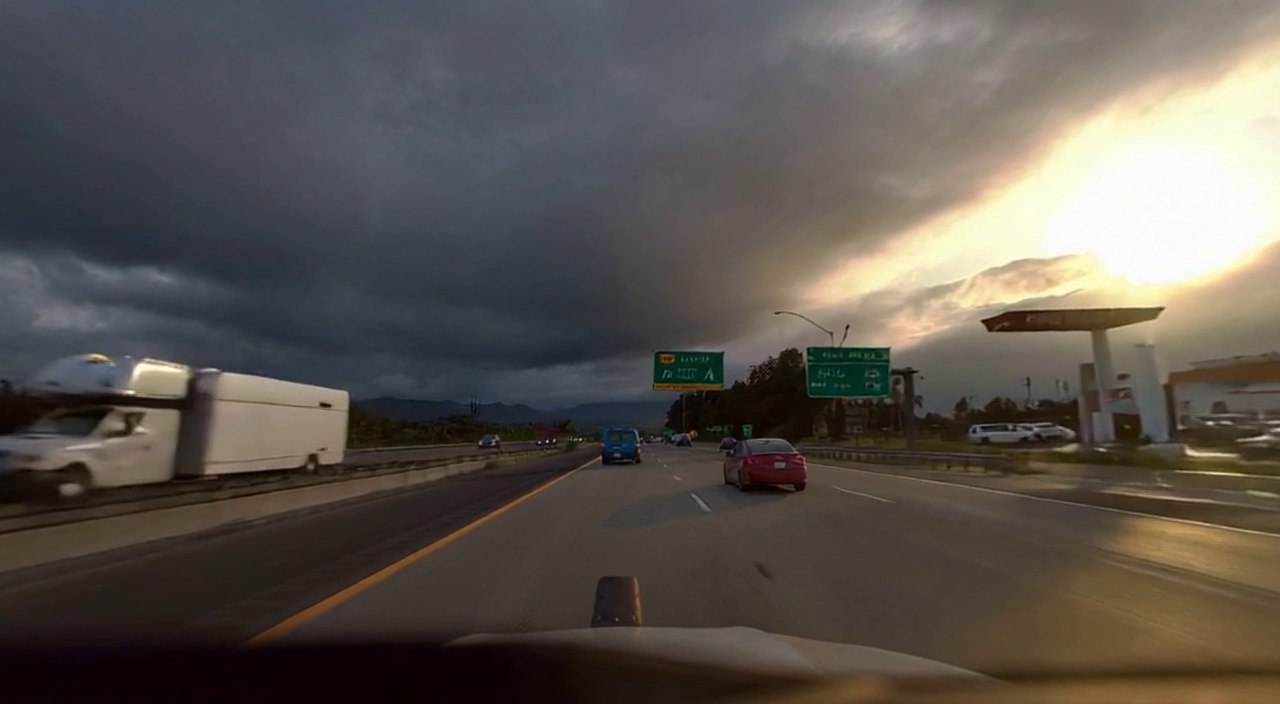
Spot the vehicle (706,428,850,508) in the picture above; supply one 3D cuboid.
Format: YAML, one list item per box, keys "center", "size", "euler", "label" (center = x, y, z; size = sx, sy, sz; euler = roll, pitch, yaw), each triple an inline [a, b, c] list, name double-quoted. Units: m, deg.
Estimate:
- center: [2.950, 2.573, 14.677]
  size: [2.151, 1.550, 4.694]
  euler: [0, -8, -2]
  label: "vehicle"

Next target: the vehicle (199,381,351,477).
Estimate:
- center: [-17.448, 3.813, 31.009]
  size: [2.803, 3.933, 8.156]
  euler: [-3, -8, -1]
  label: "vehicle"

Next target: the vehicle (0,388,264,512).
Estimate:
- center: [-12.509, 2.391, 15.889]
  size: [2.508, 2.568, 5.529]
  euler: [0, -8, 1]
  label: "vehicle"

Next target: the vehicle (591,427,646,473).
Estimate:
- center: [-0.815, 4.014, 26.122]
  size: [2.061, 1.732, 4.457]
  euler: [0, -8, 0]
  label: "vehicle"
